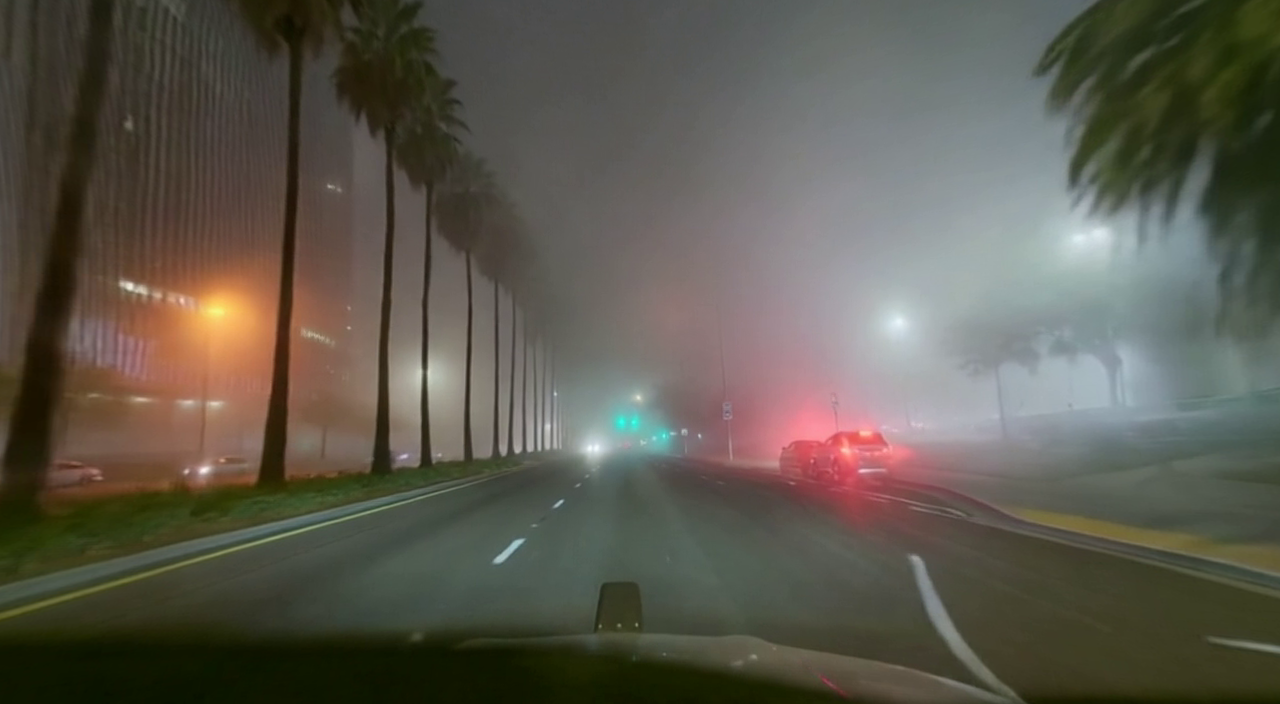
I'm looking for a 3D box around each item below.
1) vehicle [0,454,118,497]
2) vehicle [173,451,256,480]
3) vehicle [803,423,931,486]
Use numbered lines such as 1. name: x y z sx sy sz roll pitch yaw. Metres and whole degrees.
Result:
1. vehicle: -24.476 4.984 25.837 1.905 1.496 4.960 -1 -8 1
2. vehicle: -24.662 6.564 36.831 1.801 1.444 4.640 0 -8 -3
3. vehicle: 6.936 3.200 19.904 2.225 1.727 4.418 0 -8 -2
